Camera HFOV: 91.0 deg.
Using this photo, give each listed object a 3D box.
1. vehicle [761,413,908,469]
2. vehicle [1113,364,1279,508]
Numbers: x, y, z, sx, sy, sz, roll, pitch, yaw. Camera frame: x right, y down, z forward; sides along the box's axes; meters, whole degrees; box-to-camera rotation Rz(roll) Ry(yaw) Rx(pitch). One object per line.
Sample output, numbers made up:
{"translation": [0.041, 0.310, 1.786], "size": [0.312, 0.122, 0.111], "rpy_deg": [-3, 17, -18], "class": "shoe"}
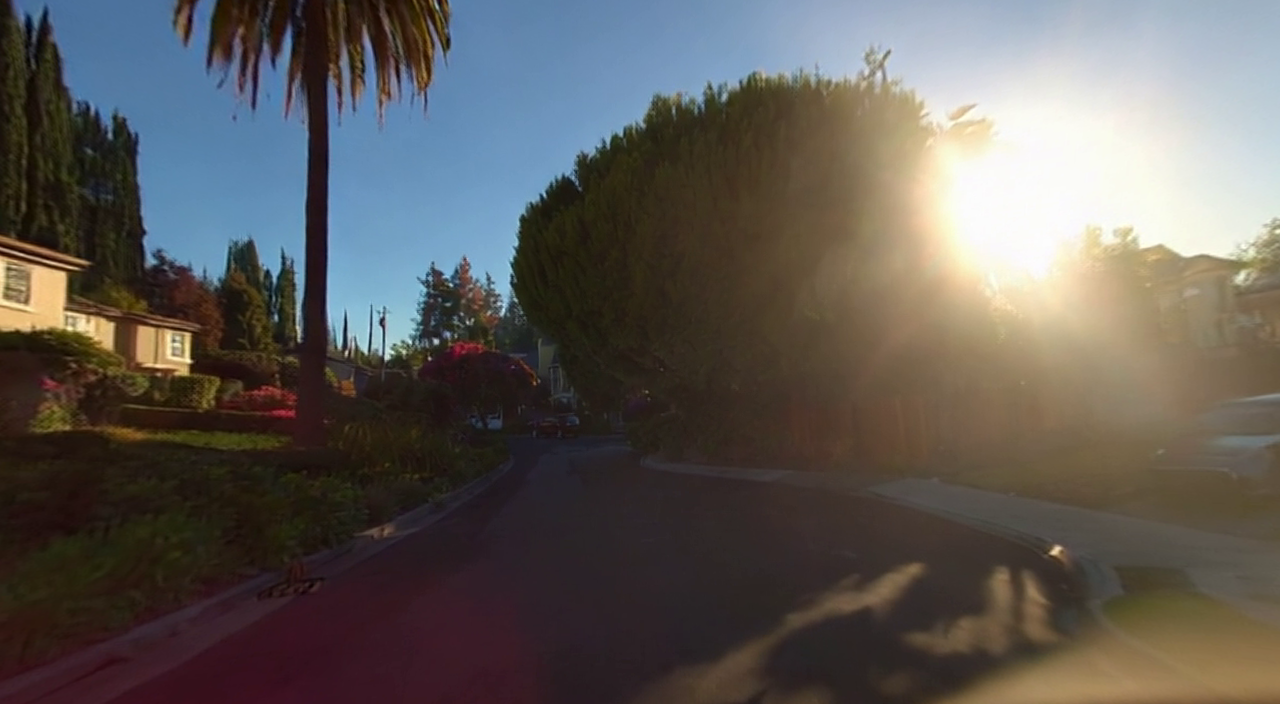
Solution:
{"translation": [7.856, 3.656, 25.426], "size": [5.663, 1.913, 2.170], "rpy_deg": [6, -11, -25], "class": "vehicle"}
{"translation": [10.617, 1.430, 10.187], "size": [4.443, 1.948, 2.230], "rpy_deg": [2, -13, -16], "class": "vehicle"}
